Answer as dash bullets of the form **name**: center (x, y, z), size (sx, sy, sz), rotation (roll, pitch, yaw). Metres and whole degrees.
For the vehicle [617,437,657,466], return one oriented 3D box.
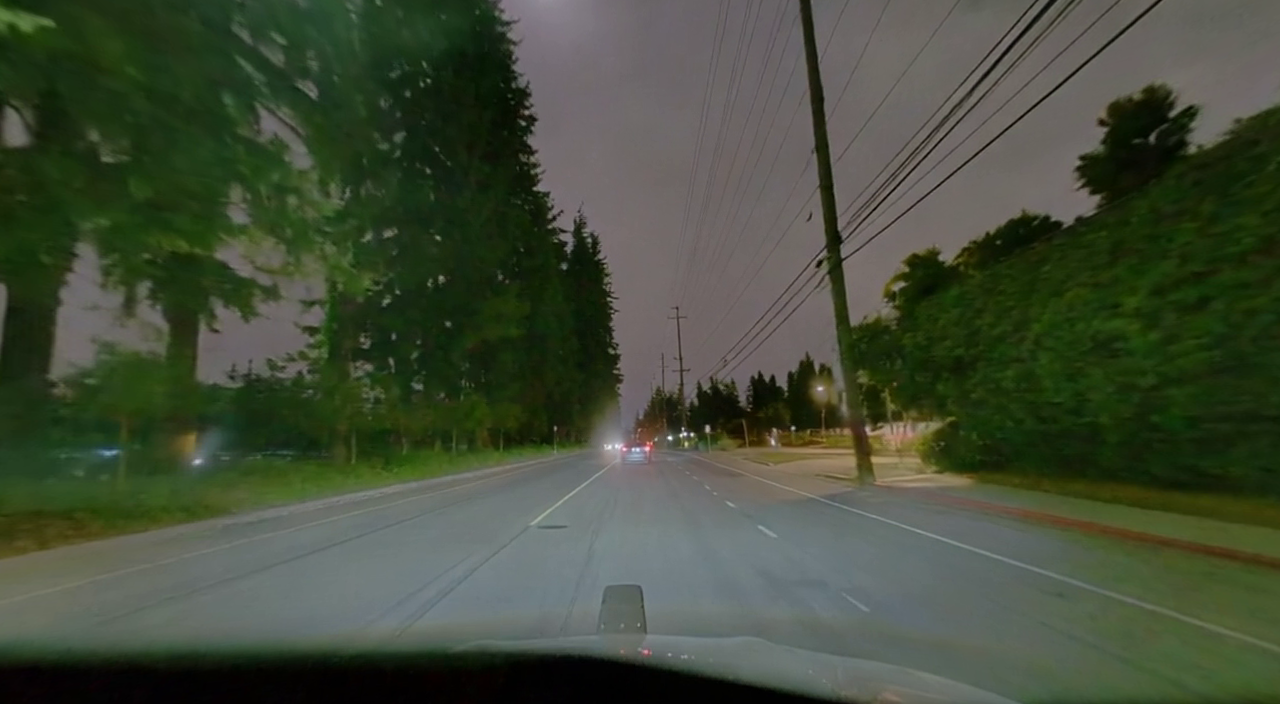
- **vehicle**: center (-0.160, 5.363, 33.968), size (1.991, 1.463, 3.988), rotation (0, -9, 0)
